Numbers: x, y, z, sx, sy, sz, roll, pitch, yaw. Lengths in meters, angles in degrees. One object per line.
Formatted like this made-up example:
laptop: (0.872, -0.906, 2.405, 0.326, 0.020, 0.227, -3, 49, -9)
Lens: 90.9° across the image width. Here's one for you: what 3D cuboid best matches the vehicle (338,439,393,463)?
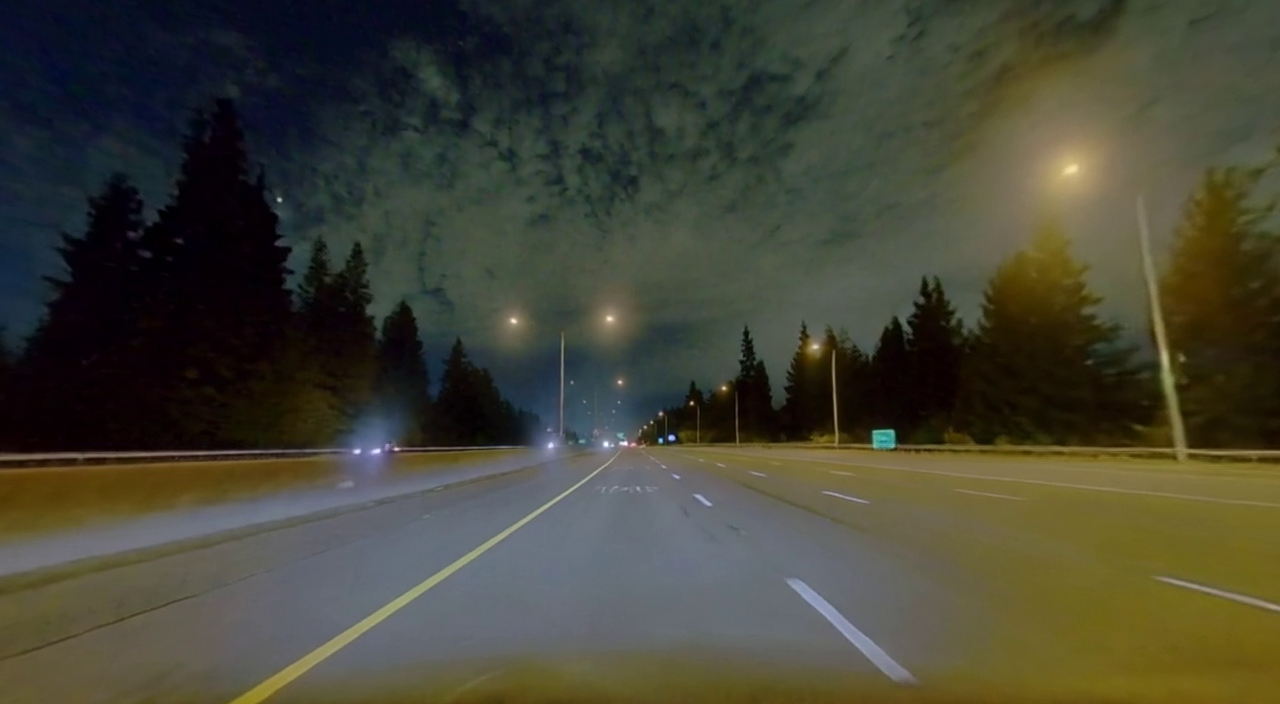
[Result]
vehicle: (-19.519, 7.059, 45.105, 1.907, 1.553, 4.616, 0, -8, -1)
